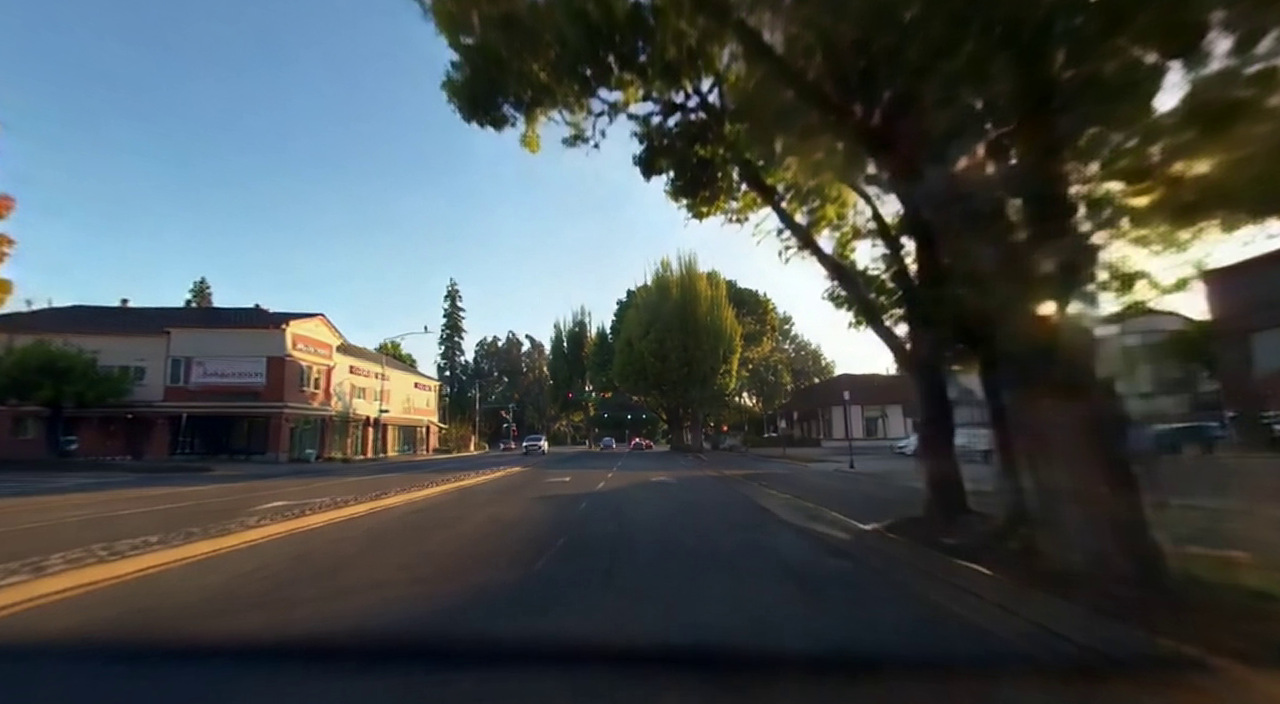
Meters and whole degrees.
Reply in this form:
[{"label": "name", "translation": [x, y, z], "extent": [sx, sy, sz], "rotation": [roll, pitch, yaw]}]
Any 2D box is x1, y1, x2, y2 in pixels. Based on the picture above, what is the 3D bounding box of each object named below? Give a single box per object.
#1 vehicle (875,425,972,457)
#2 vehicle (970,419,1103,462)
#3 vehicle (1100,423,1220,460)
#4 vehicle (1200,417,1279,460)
[{"label": "vehicle", "translation": [17.784, 5.632, 39.785], "extent": [5.117, 1.933, 2.035], "rotation": [-1, -8, 3]}, {"label": "vehicle", "translation": [18.207, 4.104, 29.066], "extent": [4.904, 1.577, 1.863], "rotation": [-3, -9, -7]}, {"label": "vehicle", "translation": [19.407, 3.357, 23.616], "extent": [3.192, 1.329, 1.505], "rotation": [0, -9, -5]}, {"label": "vehicle", "translation": [20.615, 2.840, 20.932], "extent": [3.179, 1.322, 1.521], "rotation": [1, -8, -19]}]
